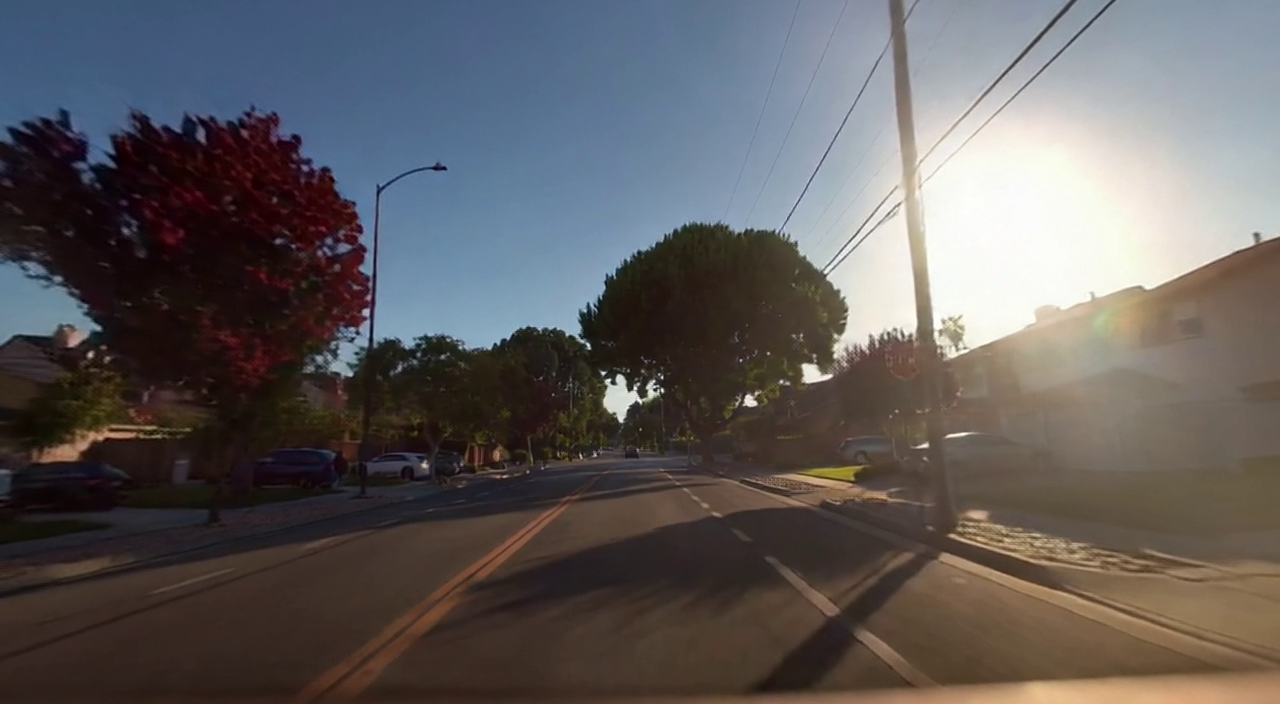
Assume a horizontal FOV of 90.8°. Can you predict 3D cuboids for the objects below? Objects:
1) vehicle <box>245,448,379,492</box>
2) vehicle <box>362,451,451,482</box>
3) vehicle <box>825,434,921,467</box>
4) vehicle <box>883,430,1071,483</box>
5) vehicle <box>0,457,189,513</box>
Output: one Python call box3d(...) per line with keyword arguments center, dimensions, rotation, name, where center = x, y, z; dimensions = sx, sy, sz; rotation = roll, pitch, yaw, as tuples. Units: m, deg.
box3d(center=(-12.965, 4.661, 25.226), dimensions=(4.207, 1.648, 1.956), rotation=(1, -9, -6), name="vehicle")
box3d(center=(-12.347, 6.100, 33.656), dimensions=(3.927, 1.560, 2.049), rotation=(0, -9, 0), name="vehicle")
box3d(center=(13.025, 5.499, 35.390), dimensions=(4.653, 1.775, 1.906), rotation=(2, -9, -11), name="vehicle")
box3d(center=(10.643, 3.303, 20.162), dimensions=(4.908, 1.537, 2.065), rotation=(1, -9, -8), name="vehicle")
box3d(center=(-16.482, 3.925, 18.942), dimensions=(4.199, 1.510, 2.058), rotation=(1, -9, -10), name="vehicle")
